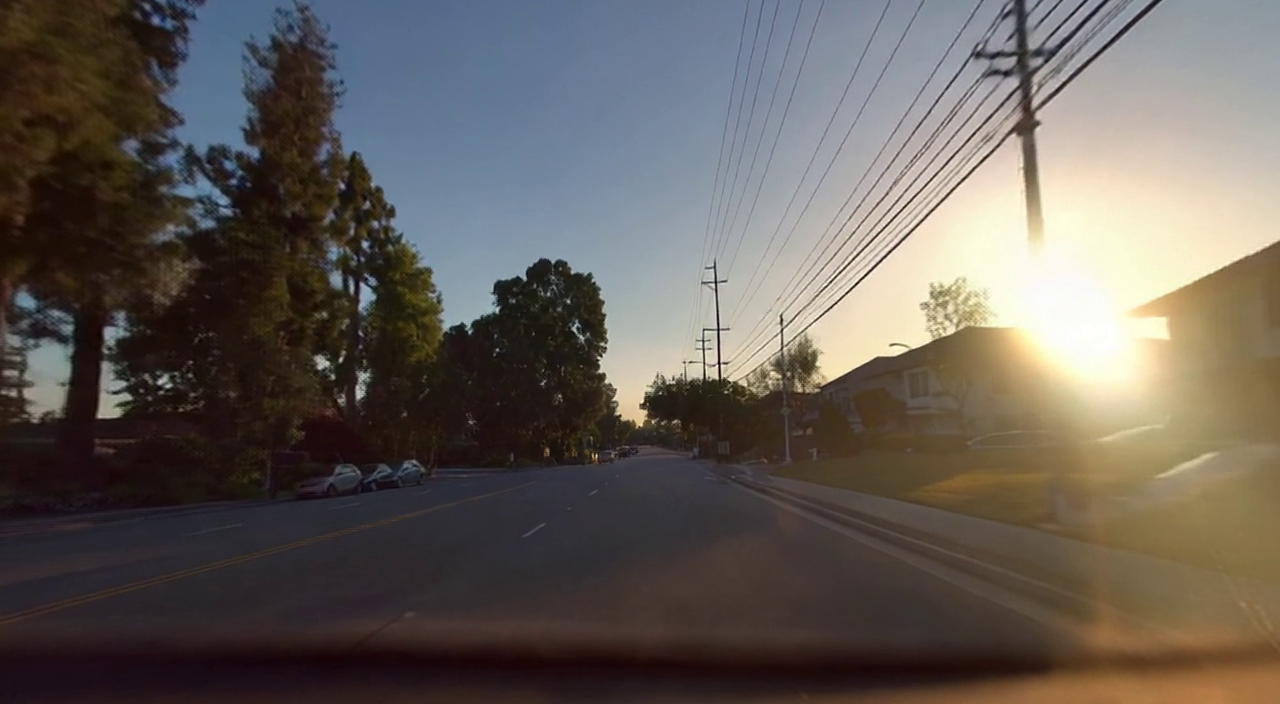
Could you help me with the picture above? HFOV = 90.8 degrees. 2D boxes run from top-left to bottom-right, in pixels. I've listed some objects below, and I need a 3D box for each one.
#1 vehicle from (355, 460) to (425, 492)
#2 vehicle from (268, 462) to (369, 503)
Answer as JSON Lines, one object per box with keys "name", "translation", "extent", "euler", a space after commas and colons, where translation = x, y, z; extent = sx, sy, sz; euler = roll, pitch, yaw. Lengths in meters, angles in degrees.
{"name": "vehicle", "translation": [-13.438, 6.700, 34.285], "extent": [1.863, 1.481, 4.363], "euler": [-3, -9, 3]}
{"name": "vehicle", "translation": [-13.712, 5.576, 27.296], "extent": [1.936, 1.489, 4.311], "euler": [-1, -8, 2]}
